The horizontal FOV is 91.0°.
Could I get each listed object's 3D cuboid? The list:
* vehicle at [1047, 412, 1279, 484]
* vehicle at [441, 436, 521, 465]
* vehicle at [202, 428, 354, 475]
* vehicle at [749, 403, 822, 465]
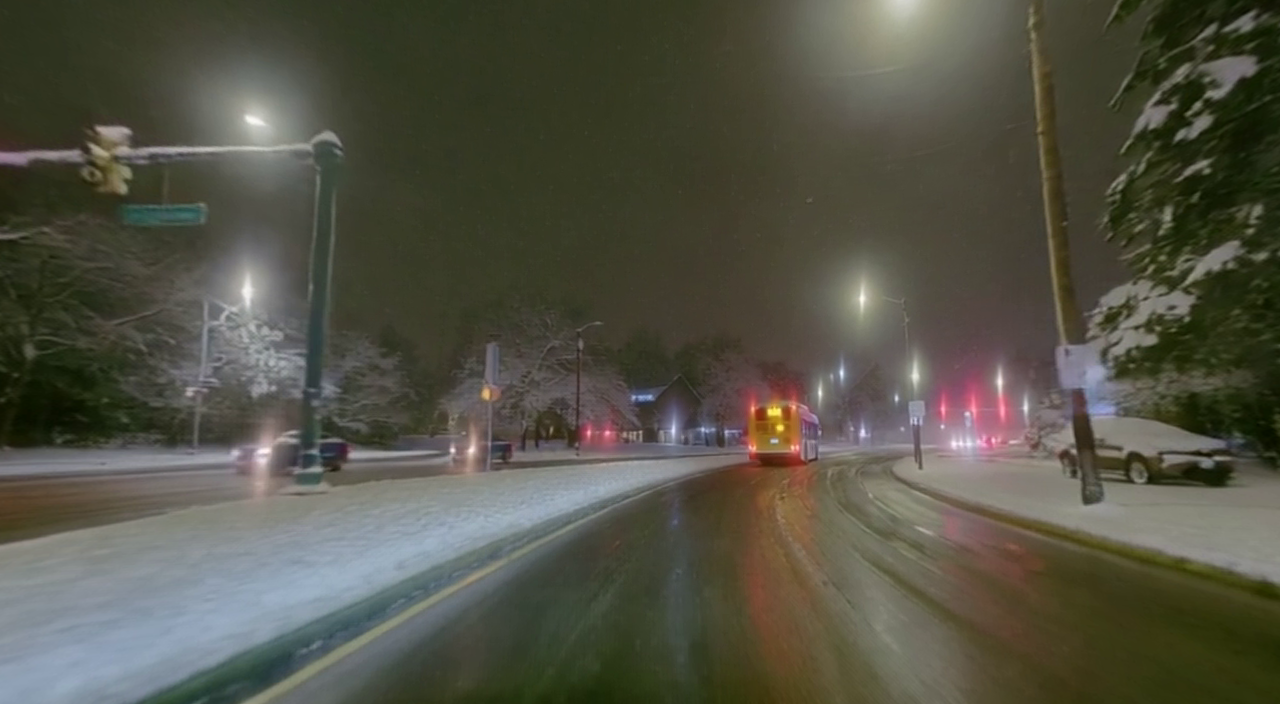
[{"bbox_3d":[15.821,2.831,18.605,5.856,1.945,2.183,-3,-9,16],"label":"vehicle"},{"bbox_3d":[-8.744,5.487,35.115,1.887,1.494,4.443,-4,-10,25],"label":"vehicle"},{"bbox_3d":[-13.680,3.806,24.158,2.054,1.607,4.615,-4,-9,25],"label":"vehicle"},{"bbox_3d":[9.654,5.374,40.580,3.031,3.429,11.005,-3,-9,20],"label":"vehicle"}]
